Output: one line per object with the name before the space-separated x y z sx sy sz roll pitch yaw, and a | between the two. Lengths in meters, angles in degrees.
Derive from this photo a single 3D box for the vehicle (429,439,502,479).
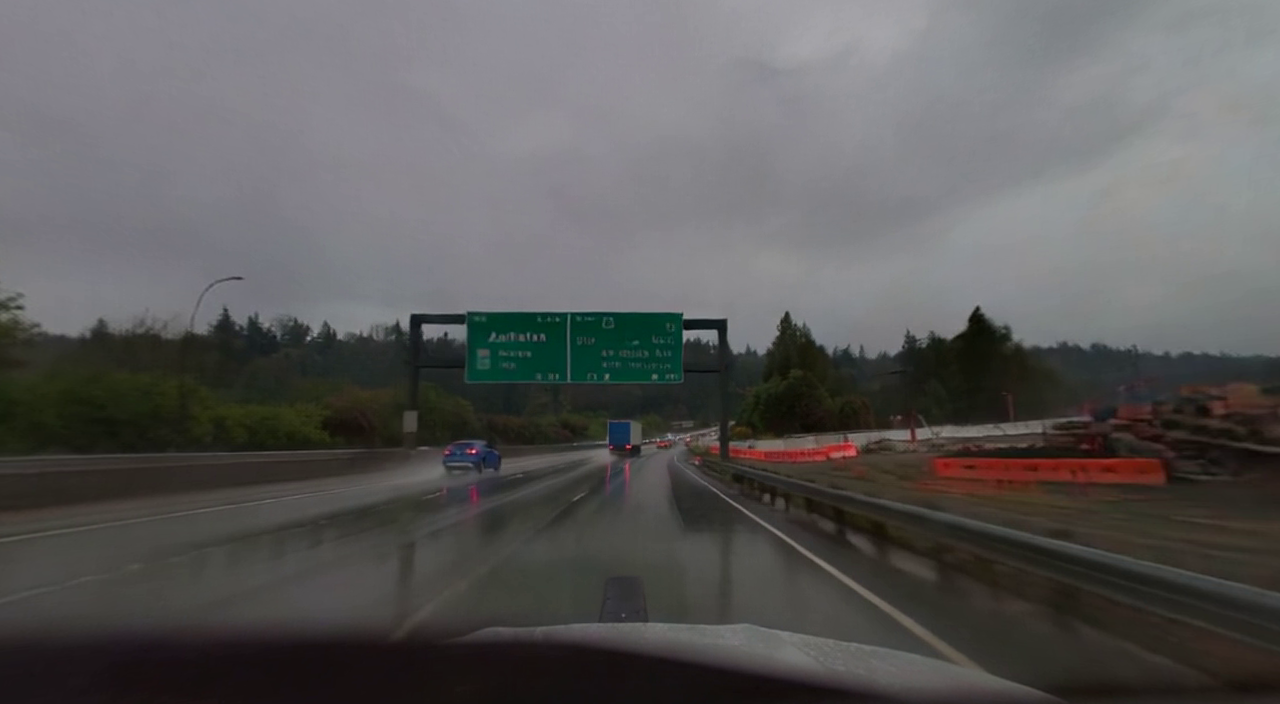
vehicle | -7.421 4.605 27.243 1.893 1.566 4.051 0 -9 1
